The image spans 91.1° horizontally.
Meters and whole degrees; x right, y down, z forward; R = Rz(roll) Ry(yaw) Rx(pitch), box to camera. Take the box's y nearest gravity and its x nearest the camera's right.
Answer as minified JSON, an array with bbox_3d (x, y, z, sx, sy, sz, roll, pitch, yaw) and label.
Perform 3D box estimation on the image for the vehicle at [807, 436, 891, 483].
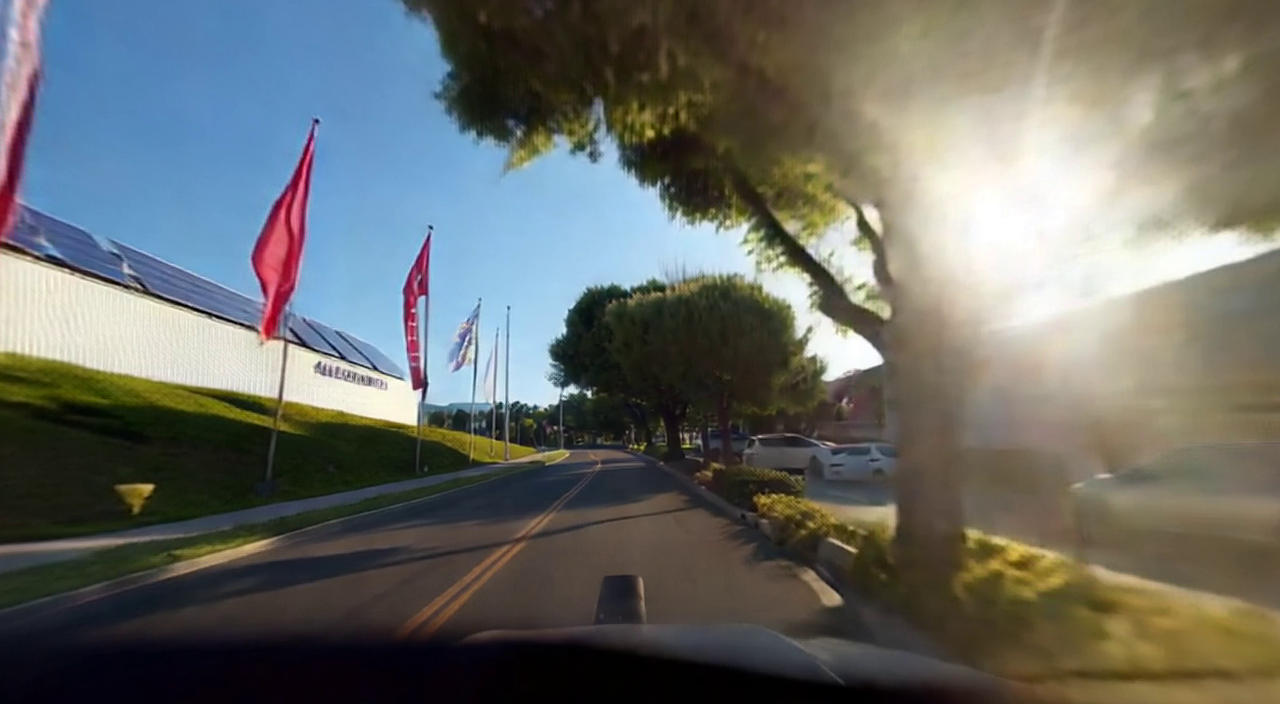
[{"bbox_3d":[8.354,4.346,25.632,1.924,1.713,4.627,-1,-9,2],"label":"vehicle"}]

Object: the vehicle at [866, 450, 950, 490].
[{"bbox_3d":[10.871,4.793,25.802,1.819,1.494,3.834,-1,-9,1],"label":"vehicle"}]

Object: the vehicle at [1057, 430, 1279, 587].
[{"bbox_3d":[8.889,2.135,9.031,2.113,1.945,4.546,1,-9,-10],"label":"vehicle"}]

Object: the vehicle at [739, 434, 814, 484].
[{"bbox_3d":[5.577,4.432,26.223,1.977,1.860,4.237,0,-9,-3],"label":"vehicle"}]
